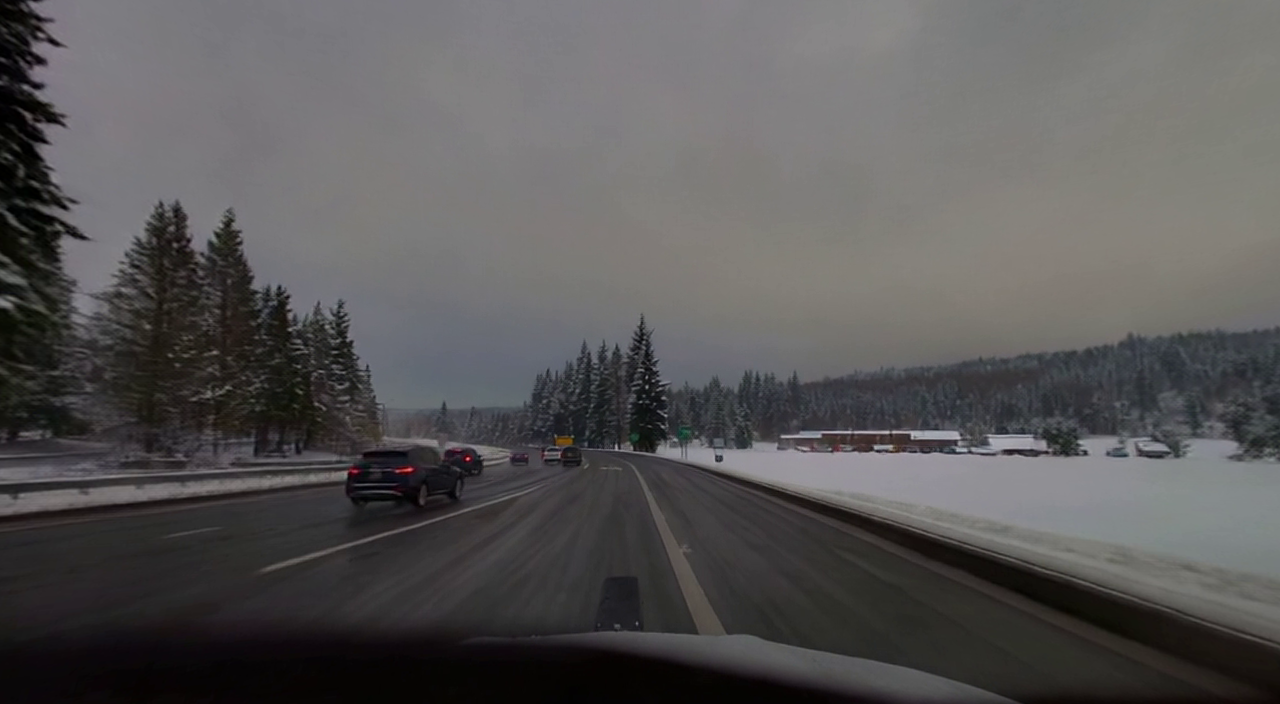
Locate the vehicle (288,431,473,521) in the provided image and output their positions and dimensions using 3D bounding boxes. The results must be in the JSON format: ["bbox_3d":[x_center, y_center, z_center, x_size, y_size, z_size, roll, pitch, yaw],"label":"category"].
[{"bbox_3d":[-5.763,2.807,14.887,2.210,1.737,4.649,0,-9,2],"label":"vehicle"}]
